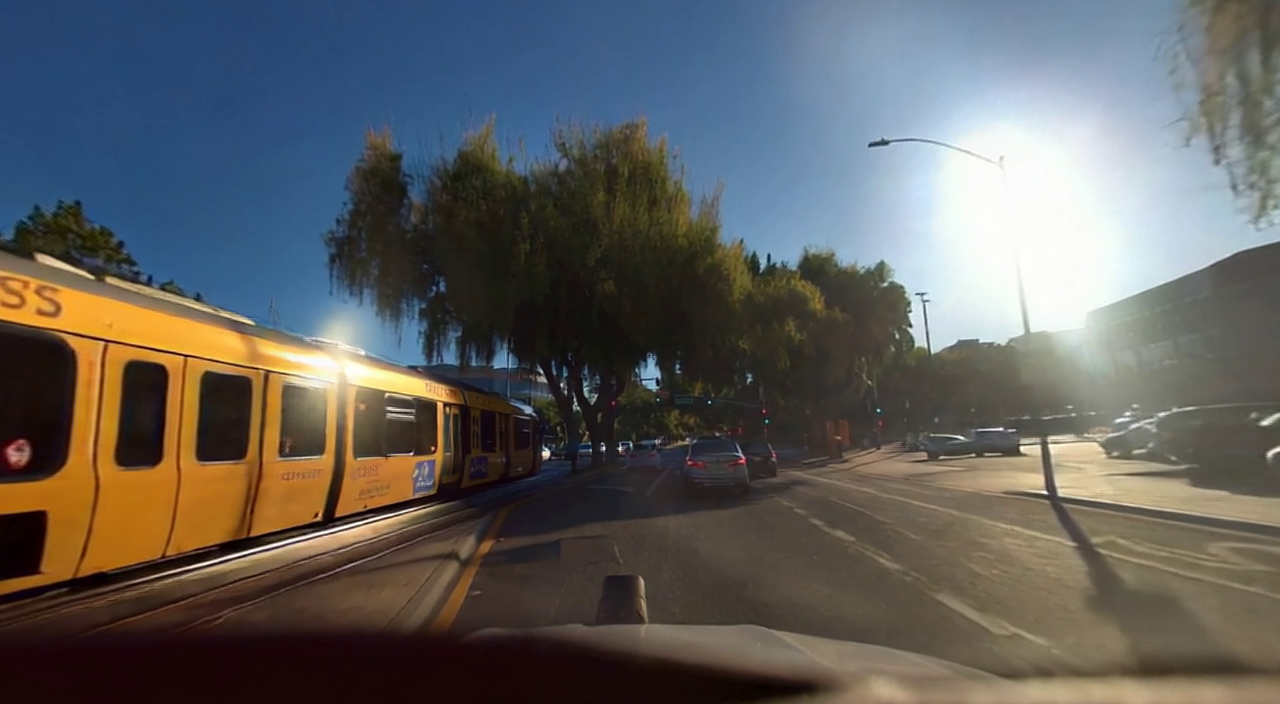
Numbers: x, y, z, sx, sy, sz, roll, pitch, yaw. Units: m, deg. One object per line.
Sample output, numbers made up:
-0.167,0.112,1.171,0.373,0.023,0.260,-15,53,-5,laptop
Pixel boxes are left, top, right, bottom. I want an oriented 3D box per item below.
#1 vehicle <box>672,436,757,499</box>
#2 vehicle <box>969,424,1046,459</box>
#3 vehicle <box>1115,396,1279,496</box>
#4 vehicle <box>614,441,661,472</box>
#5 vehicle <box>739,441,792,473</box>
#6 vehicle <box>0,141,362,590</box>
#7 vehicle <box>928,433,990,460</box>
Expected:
1.868,3.056,17.149,2.002,1.471,4.337,0,-8,3,vehicle
21.735,5.322,37.593,2.116,1.937,4.515,-1,-8,5,vehicle
14.902,2.232,15.615,2.221,2.116,5.535,-2,-7,4,vehicle
-0.059,5.284,32.209,2.118,1.478,4.076,-1,-8,4,vehicle
6.107,5.154,31.231,1.944,1.447,4.392,0,-8,3,vehicle
-6.816,0.008,4.428,2.897,3.700,13.528,-1,-7,4,vehicle
19.265,5.726,38.377,1.831,1.545,3.872,0,-8,2,vehicle
